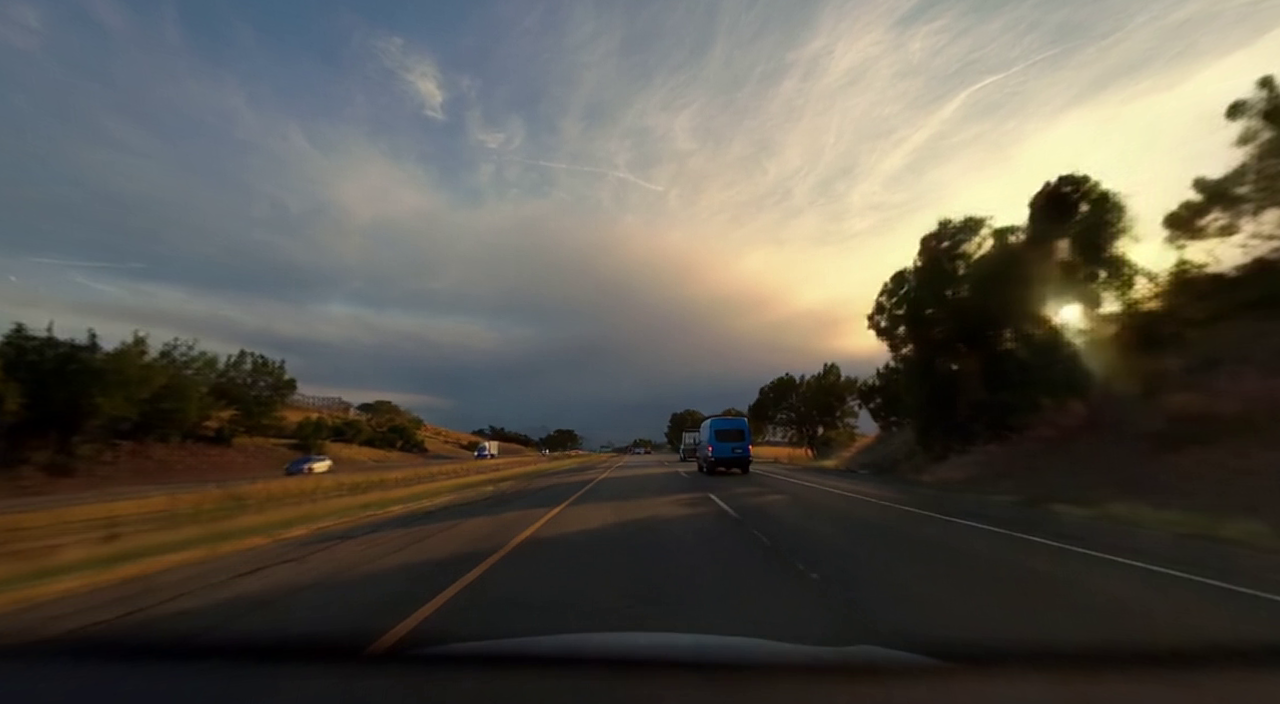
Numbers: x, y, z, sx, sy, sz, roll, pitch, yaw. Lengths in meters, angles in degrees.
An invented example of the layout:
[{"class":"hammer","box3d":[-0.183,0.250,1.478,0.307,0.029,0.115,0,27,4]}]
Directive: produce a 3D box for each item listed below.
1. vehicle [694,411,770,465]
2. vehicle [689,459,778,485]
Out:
[{"class":"vehicle","box3d":[3.810,3.804,27.385,2.444,2.053,5.616,-1,-9,0]},{"class":"vehicle","box3d":[3.826,5.115,27.231,2.702,0.824,6.391,0,-8,-2]}]
